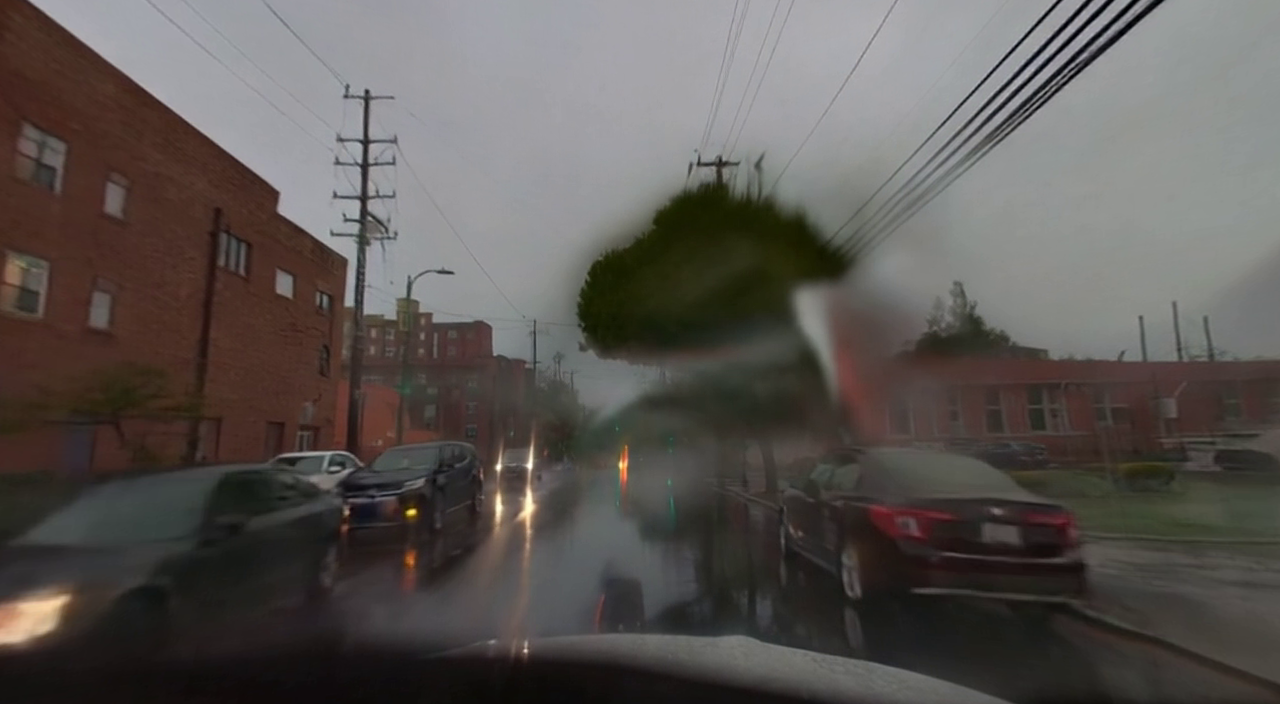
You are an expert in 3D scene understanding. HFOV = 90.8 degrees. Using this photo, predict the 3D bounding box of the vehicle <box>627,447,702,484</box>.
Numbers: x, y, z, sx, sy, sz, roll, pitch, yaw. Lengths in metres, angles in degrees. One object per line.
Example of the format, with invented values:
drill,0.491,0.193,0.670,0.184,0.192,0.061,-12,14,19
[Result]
vehicle,1.317,5.788,32.629,2.059,1.736,3.994,-6,-10,33

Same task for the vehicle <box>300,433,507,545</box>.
vehicle,-4.448,2.643,12.956,2.236,1.834,4.743,-1,-8,2

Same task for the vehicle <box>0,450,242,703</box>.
vehicle,-4.640,1.557,5.022,1.994,1.510,4.802,4,-9,-27

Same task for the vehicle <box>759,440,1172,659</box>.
vehicle,2.728,1.721,6.728,1.913,1.509,4.436,0,-8,-2
